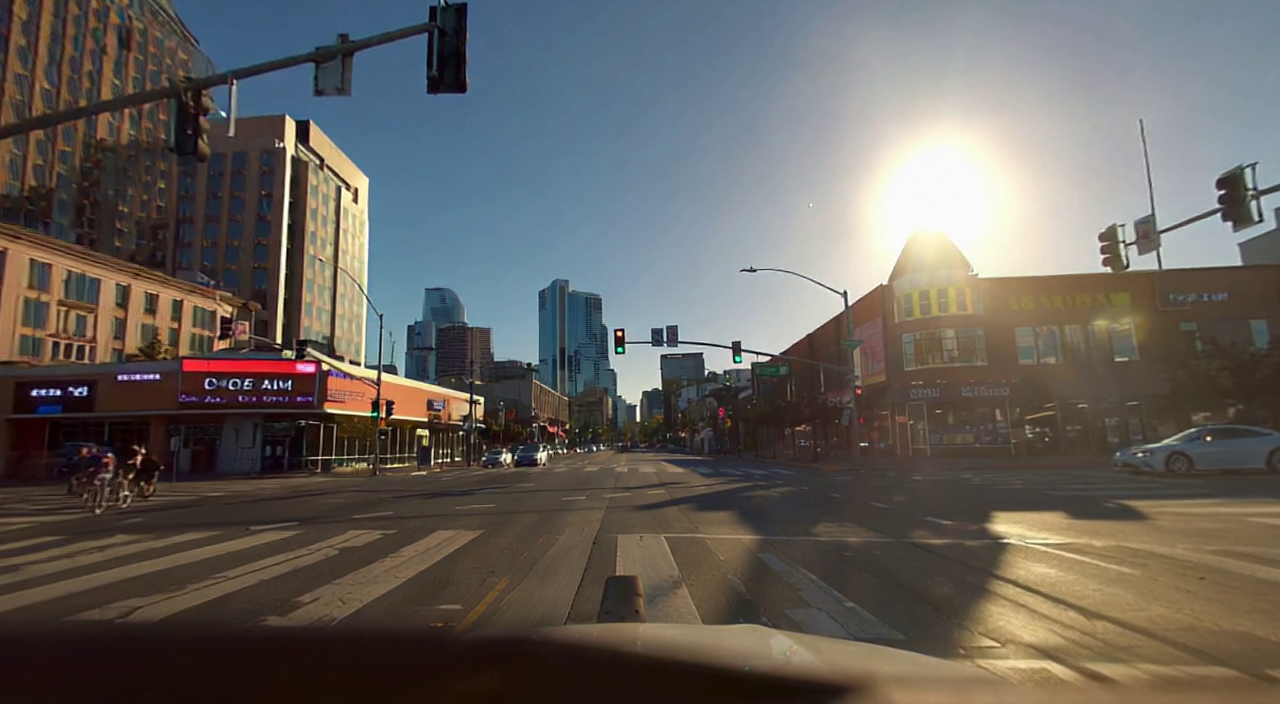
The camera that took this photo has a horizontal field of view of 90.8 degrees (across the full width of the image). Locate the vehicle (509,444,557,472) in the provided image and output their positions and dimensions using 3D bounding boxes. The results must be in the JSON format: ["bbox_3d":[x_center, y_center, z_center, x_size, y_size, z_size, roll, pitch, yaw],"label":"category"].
[{"bbox_3d":[-6.798,6.787,40.664,2.181,1.703,4.512,-1,-8,2],"label":"vehicle"}]

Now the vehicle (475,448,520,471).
[{"bbox_3d":[-9.851,7.467,44.067,2.106,1.505,4.228,0,-8,0],"label":"vehicle"}]

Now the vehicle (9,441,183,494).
[{"bbox_3d":[-21.162,4.478,24.673,5.161,1.910,2.275,-2,-9,11],"label":"vehicle"}]

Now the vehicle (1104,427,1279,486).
[{"bbox_3d":[15.416,2.742,16.683,4.651,1.463,1.880,-2,-9,8],"label":"vehicle"}]
